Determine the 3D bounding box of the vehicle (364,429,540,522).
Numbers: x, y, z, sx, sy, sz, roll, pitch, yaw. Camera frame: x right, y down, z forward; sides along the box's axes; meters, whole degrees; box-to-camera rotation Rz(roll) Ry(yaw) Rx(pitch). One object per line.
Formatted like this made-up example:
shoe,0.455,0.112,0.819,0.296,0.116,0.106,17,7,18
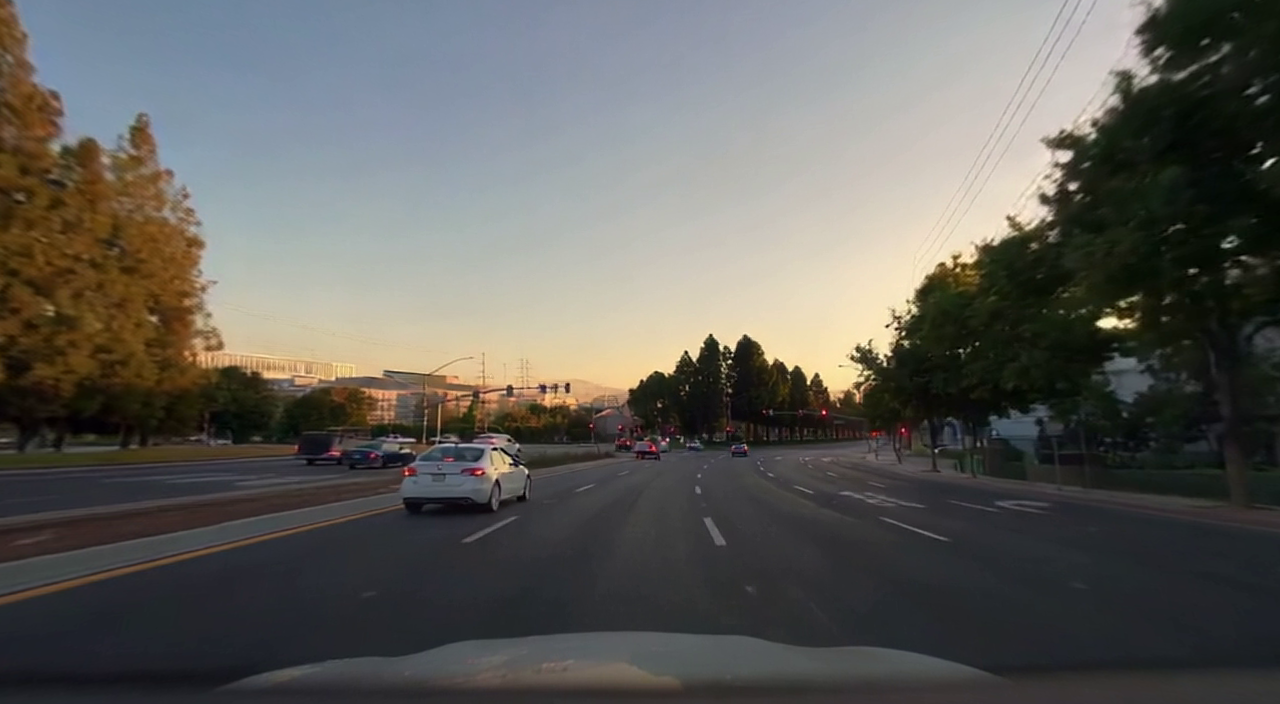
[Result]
vehicle,-3.358,2.303,12.272,1.934,1.463,4.220,-1,-9,3

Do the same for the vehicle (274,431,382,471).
vehicle,-12.555,4.020,25.791,1.984,1.488,4.258,-1,-9,5
